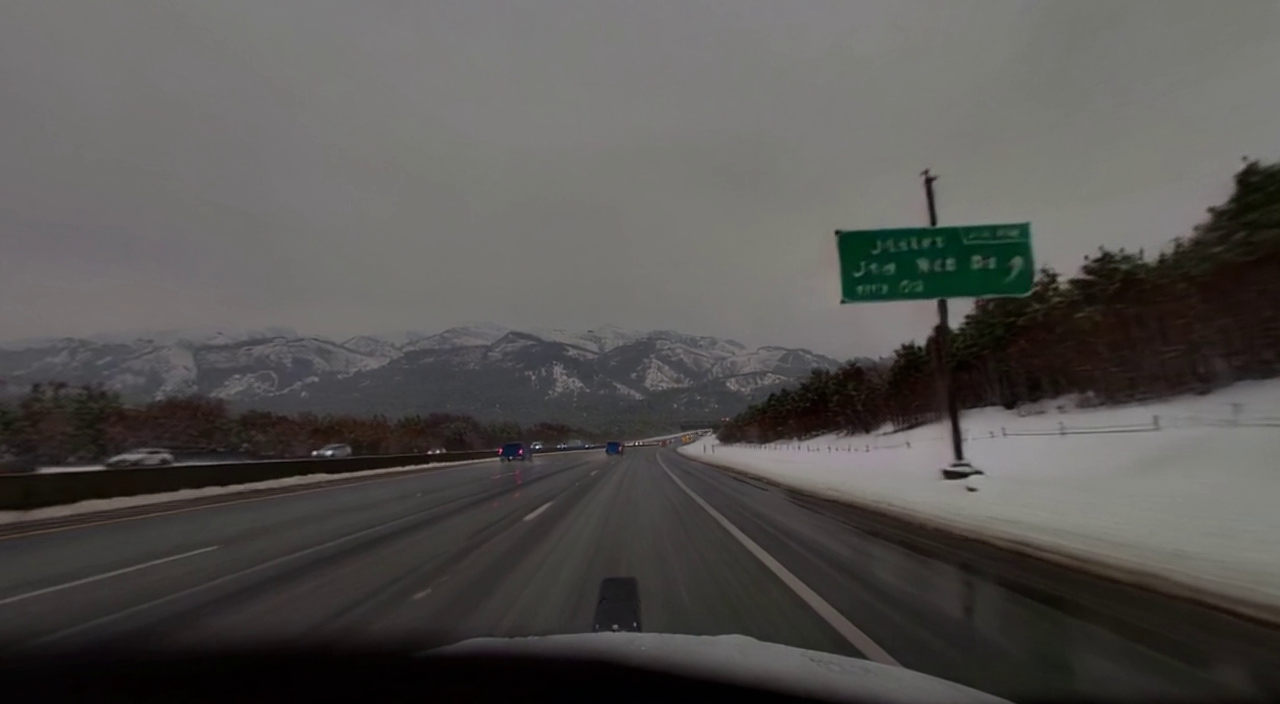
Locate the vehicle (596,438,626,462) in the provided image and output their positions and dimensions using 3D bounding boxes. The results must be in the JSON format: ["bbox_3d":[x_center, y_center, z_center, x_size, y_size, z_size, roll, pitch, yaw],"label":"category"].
[{"bbox_3d":[-2.172,7.597,48.917,2.029,1.753,4.718,0,-9,1],"label":"vehicle"}]

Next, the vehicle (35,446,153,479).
[{"bbox_3d":[-36.582,7.392,42.650,2.354,1.995,6.272,0,-9,0],"label":"vehicle"}]

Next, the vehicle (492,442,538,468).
[{"bbox_3d":[-7.689,6.374,39.220,1.930,1.508,4.567,0,-9,0],"label":"vehicle"}]
